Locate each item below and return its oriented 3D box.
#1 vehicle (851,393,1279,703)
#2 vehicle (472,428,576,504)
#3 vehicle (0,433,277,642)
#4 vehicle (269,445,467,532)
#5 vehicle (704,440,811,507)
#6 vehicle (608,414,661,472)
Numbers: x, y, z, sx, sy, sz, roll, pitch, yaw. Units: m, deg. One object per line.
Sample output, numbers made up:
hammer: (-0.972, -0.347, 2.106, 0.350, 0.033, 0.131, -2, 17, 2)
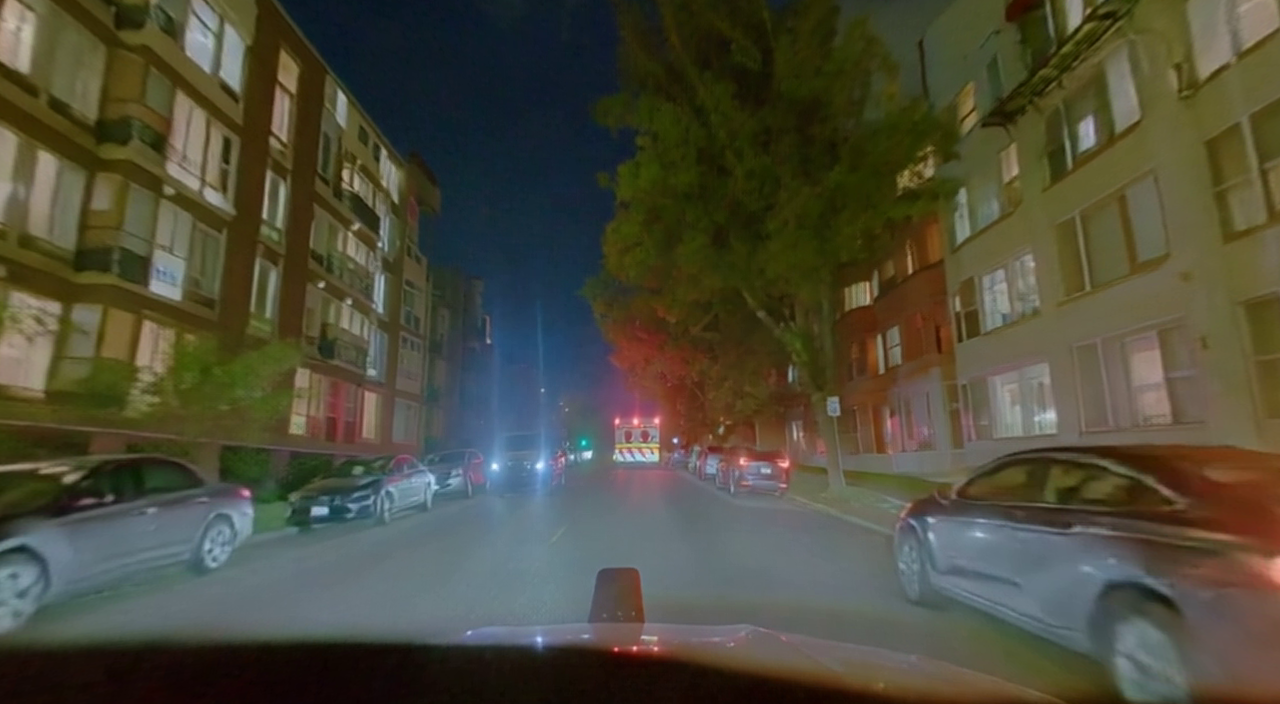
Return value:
vehicle: (3.317, 1.313, 4.224, 2.155, 1.553, 4.738, 4, -9, -1)
vehicle: (-2.985, 3.033, 17.224, 2.029, 1.802, 4.229, 0, -8, 0)
vehicle: (-5.671, 1.615, 5.970, 1.903, 1.506, 4.622, -4, -8, -2)
vehicle: (-5.326, 2.704, 13.235, 2.047, 1.471, 4.647, 0, -8, 0)
vehicle: (3.271, 3.455, 18.453, 2.035, 1.549, 4.373, 5, -9, -2)
vehicle: (-0.417, 5.350, 36.959, 2.754, 3.008, 7.730, 0, -8, -2)
